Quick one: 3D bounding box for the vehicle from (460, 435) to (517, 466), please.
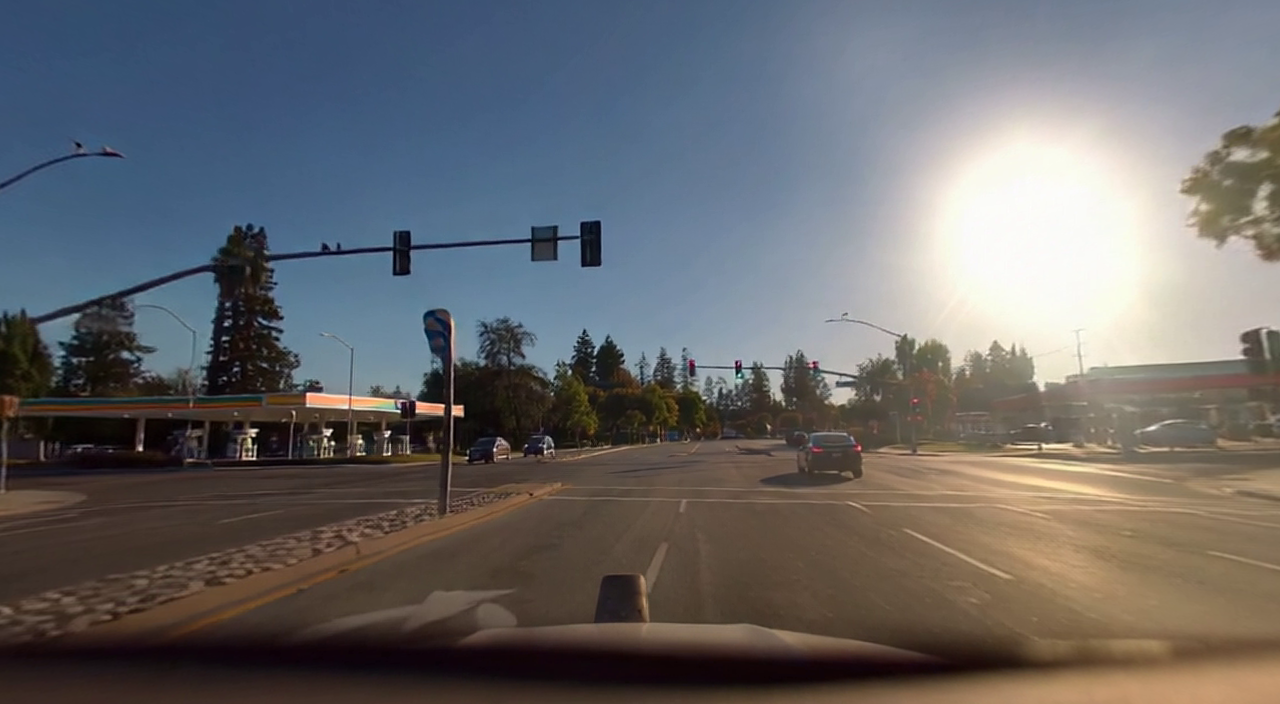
[{"bbox_3d":[-9.729,6.362,40.617,2.112,1.853,4.516,-1,-9,6],"label":"vehicle"}]

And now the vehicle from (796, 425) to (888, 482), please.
[{"bbox_3d":[6.743,3.434,21.432,2.090,1.717,4.063,-1,-9,5],"label":"vehicle"}]
